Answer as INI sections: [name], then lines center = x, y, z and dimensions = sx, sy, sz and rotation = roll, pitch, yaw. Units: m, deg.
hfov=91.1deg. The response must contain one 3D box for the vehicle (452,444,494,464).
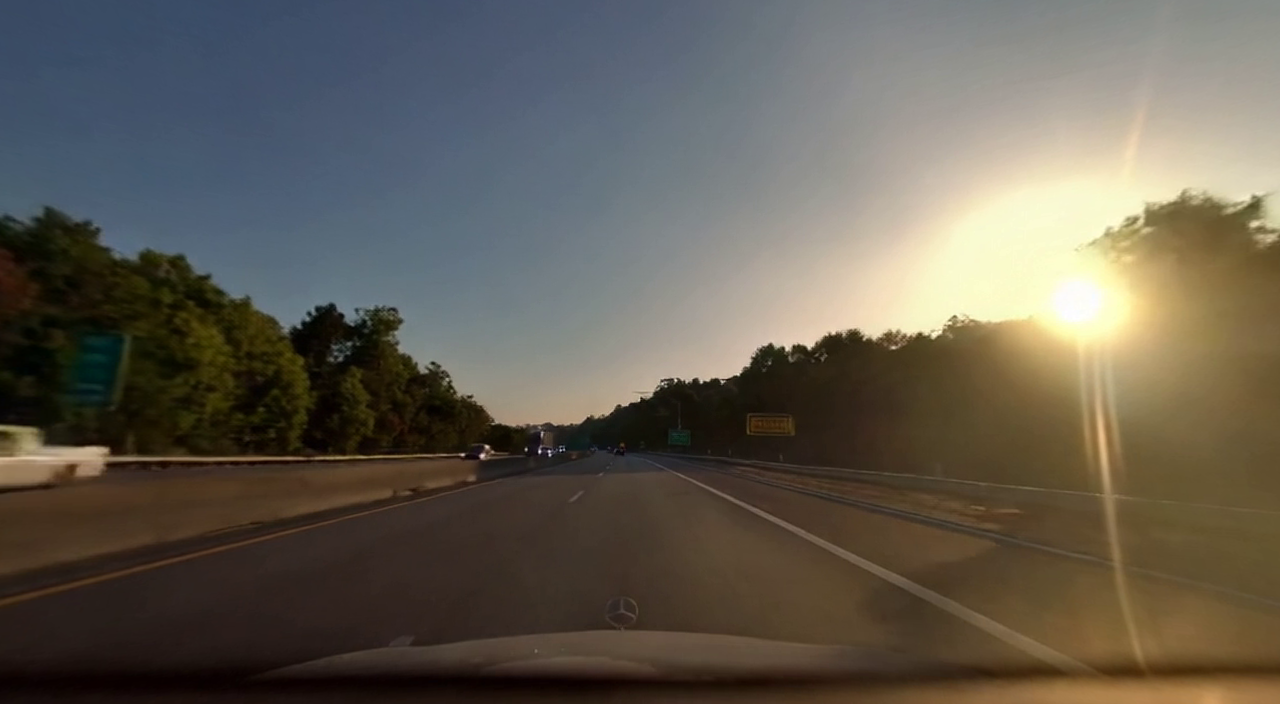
[vehicle]
center = -12.893, 7.927, 48.860
dimensions = 2.027, 1.452, 4.580
rotation = 0, -9, -1
